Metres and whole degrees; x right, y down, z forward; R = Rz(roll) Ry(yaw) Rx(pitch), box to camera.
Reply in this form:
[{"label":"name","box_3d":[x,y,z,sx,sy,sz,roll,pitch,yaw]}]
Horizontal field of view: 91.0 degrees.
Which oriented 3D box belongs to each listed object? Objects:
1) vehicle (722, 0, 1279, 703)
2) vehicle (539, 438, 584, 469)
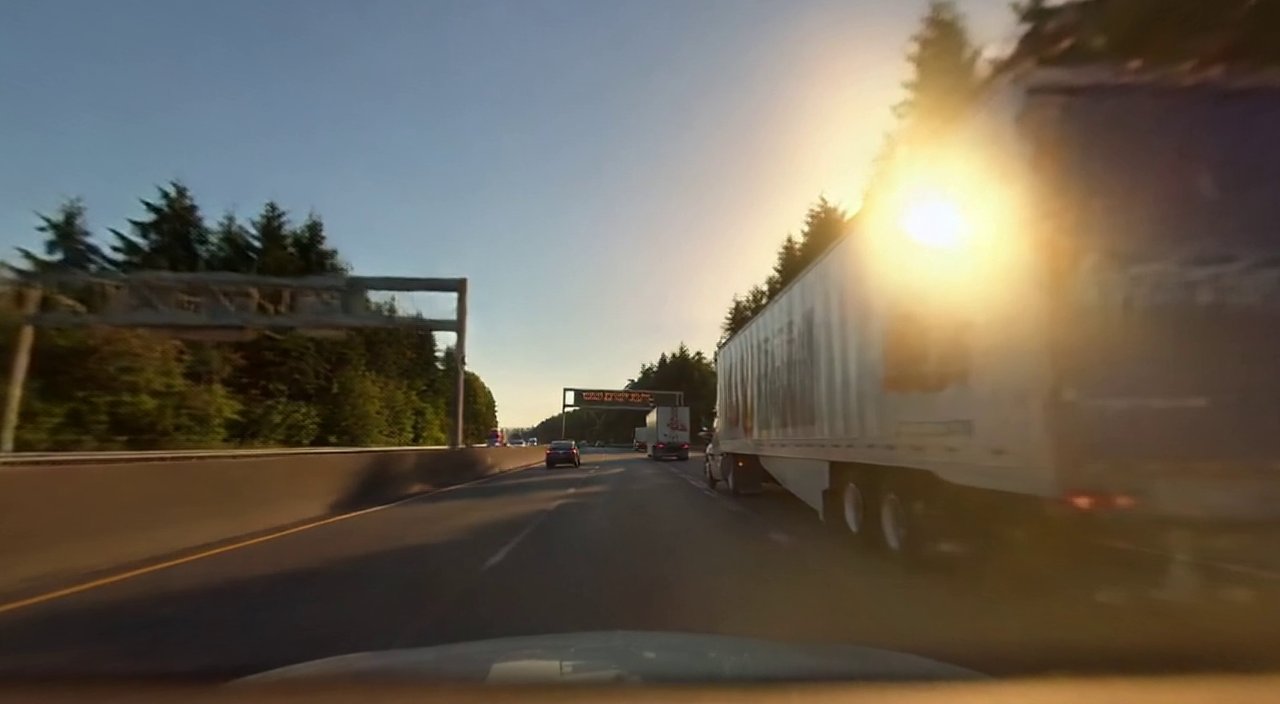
[{"label":"vehicle","box_3d":[3.735,0.600,9.002,2.948,4.045,13.051,0,-8,-2]},{"label":"vehicle","box_3d":[-4.433,5.810,36.224,2.206,1.644,4.027,0,-8,-2]}]
